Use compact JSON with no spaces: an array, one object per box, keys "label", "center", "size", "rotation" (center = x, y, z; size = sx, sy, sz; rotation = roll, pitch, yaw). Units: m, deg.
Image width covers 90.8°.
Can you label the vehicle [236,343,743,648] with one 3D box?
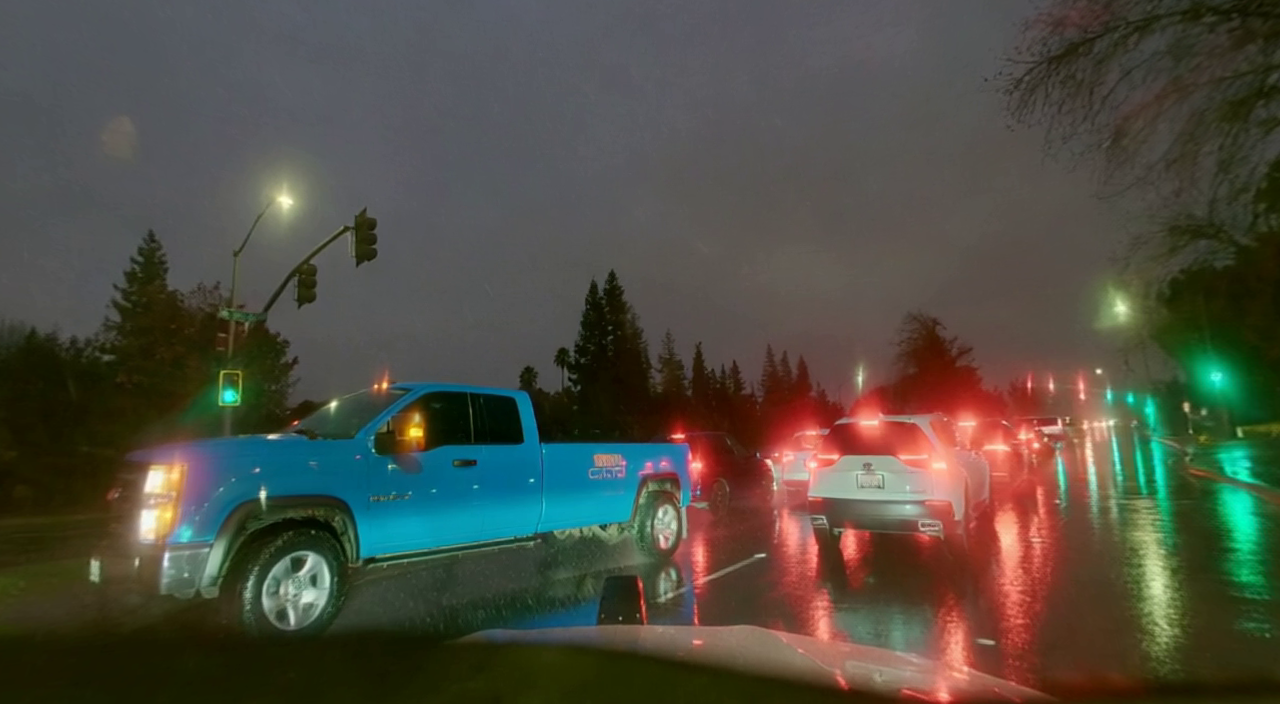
[{"label":"vehicle","center":[-0.876,1.411,7.479],"size":[2.272,2.016,6.146],"rotation":[-4,-9,27]}]

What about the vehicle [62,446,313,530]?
[{"label":"vehicle","center":[-11.171,3.269,15.987],"size":[1.936,1.756,4.649],"rotation":[-6,-10,34]}]

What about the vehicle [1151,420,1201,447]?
[{"label":"vehicle","center":[35.764,5.478,42.200],"size":[2.183,1.714,4.491],"rotation":[-7,-11,37]}]

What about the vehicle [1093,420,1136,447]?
[{"label":"vehicle","center":[32.795,5.674,43.730],"size":[2.160,1.790,4.303],"rotation":[-6,-10,35]}]

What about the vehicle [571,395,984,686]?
[{"label":"vehicle","center":[1.721,1.383,5.989],"size":[2.027,1.549,4.801],"rotation":[-6,-10,35]}]
